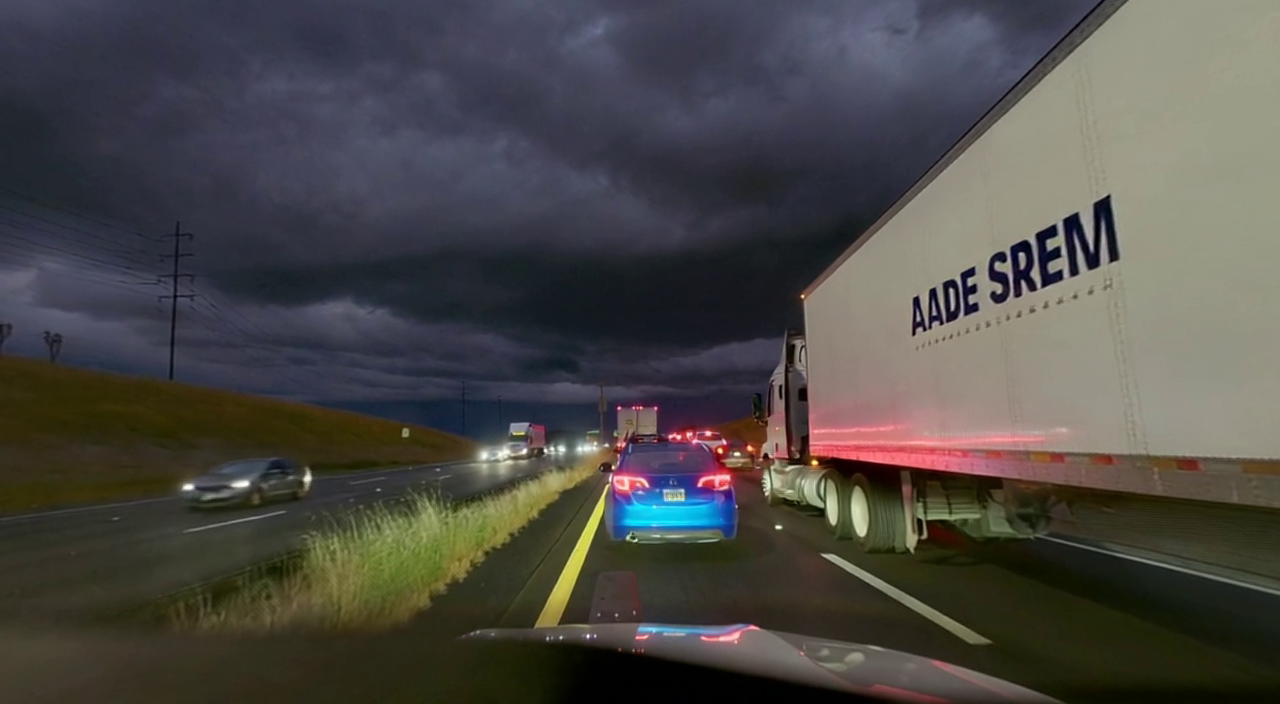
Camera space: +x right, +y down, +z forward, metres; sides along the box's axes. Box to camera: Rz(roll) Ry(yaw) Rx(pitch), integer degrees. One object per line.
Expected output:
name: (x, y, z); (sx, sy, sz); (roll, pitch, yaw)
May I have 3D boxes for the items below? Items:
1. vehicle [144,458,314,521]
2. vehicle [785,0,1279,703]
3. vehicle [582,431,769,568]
vehicle: (-11.777, 3.925, 18.508); (1.914, 1.478, 4.597); (-1, -8, 0)
vehicle: (4.126, -0.242, 2.989); (3.138, 4.065, 14.276); (0, -8, -1)
vehicle: (0.331, 1.867, 8.728); (2.045, 1.446, 3.597); (0, -8, -2)
